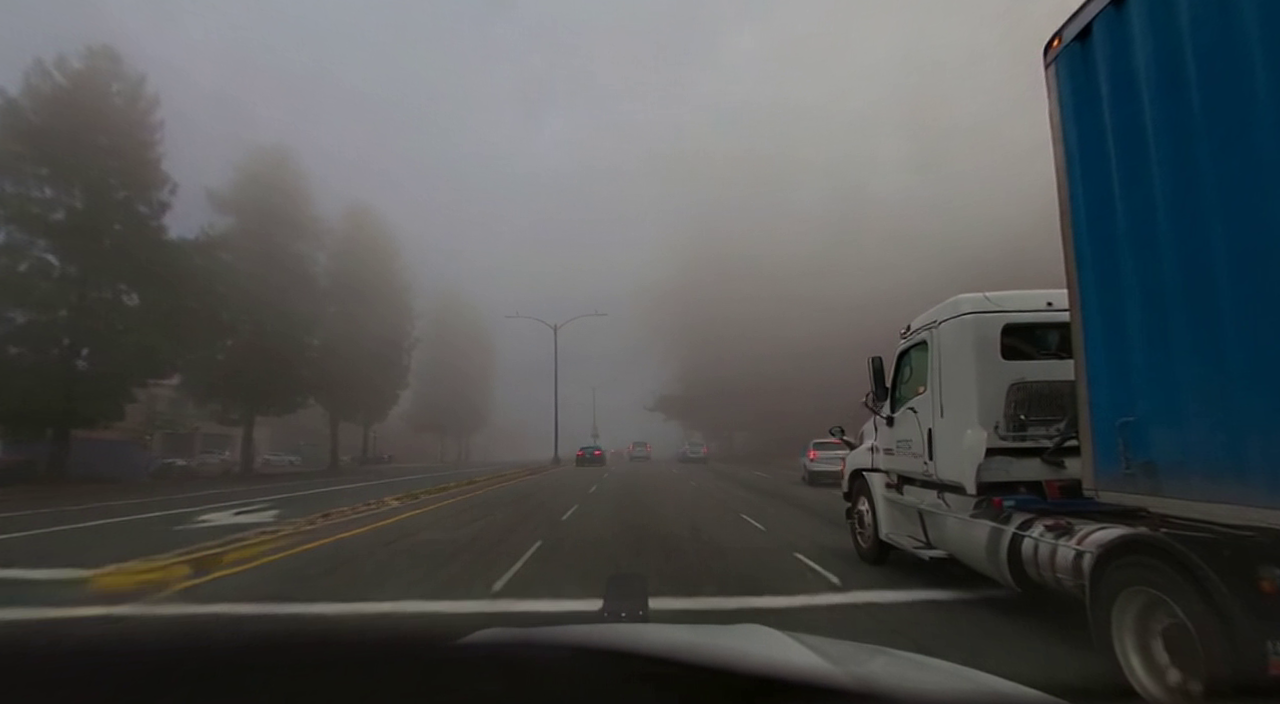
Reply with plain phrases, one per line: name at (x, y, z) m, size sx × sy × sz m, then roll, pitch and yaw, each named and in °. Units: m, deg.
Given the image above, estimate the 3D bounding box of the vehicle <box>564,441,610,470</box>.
vehicle at (-2.979, 5.969, 36.529) m, size 2.211 × 1.537 × 4.666 m, roll 0°, pitch -8°, yaw 1°

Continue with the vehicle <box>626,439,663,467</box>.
vehicle at (0.273, 6.533, 40.965) m, size 2.276 × 1.704 × 3.925 m, roll 0°, pitch -8°, yaw 0°

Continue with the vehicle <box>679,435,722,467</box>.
vehicle at (3.732, 6.209, 39.605) m, size 2.196 × 1.908 × 4.412 m, roll 0°, pitch -8°, yaw -1°

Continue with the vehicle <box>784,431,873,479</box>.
vehicle at (7.803, 4.322, 26.697) m, size 2.174 × 1.793 × 5.061 m, roll 0°, pitch -8°, yaw -1°

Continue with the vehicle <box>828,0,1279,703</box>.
vehicle at (3.749, -0.162, 3.301) m, size 3.006 × 3.679 × 8.506 m, roll 0°, pitch -8°, yaw 1°
